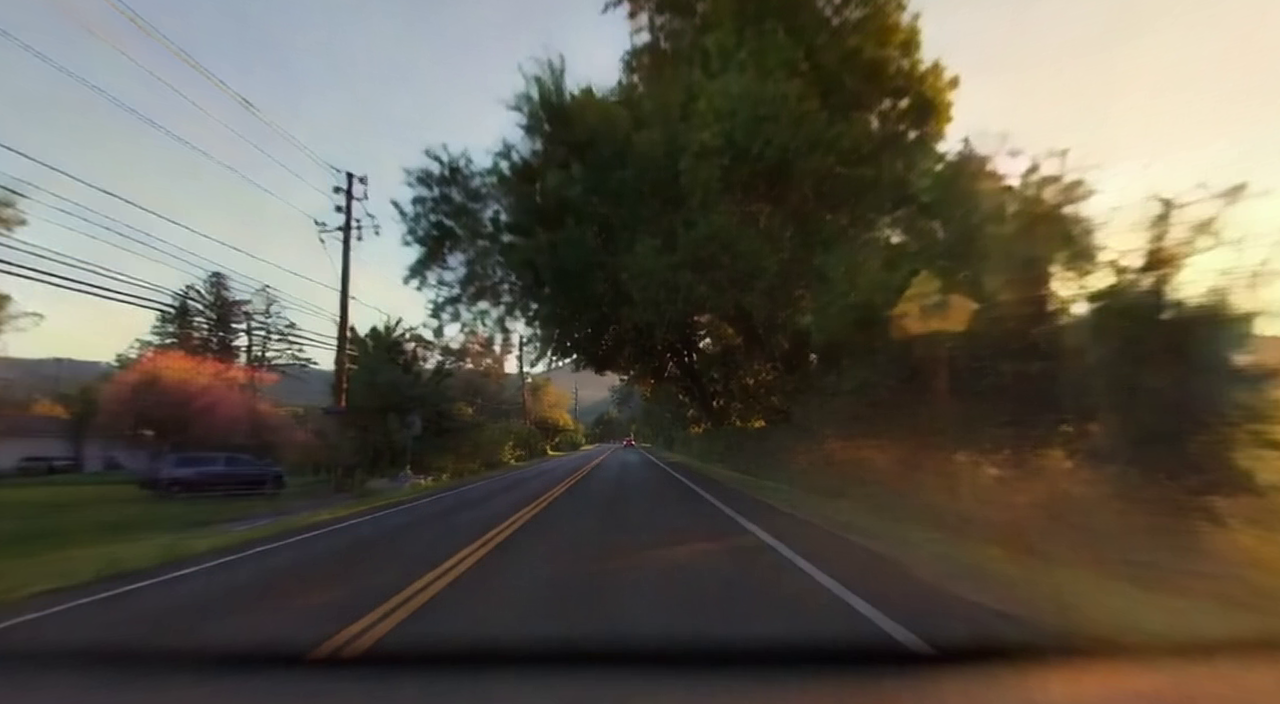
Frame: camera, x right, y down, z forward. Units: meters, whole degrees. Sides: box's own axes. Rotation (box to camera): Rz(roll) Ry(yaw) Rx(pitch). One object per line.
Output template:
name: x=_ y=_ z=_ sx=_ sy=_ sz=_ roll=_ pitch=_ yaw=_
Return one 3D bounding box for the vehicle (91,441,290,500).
vehicle: x=-14.614 y=3.844 z=20.717 sx=4.894 sy=1.774 sz=2.150 roll=-1 pitch=-8 yaw=1
